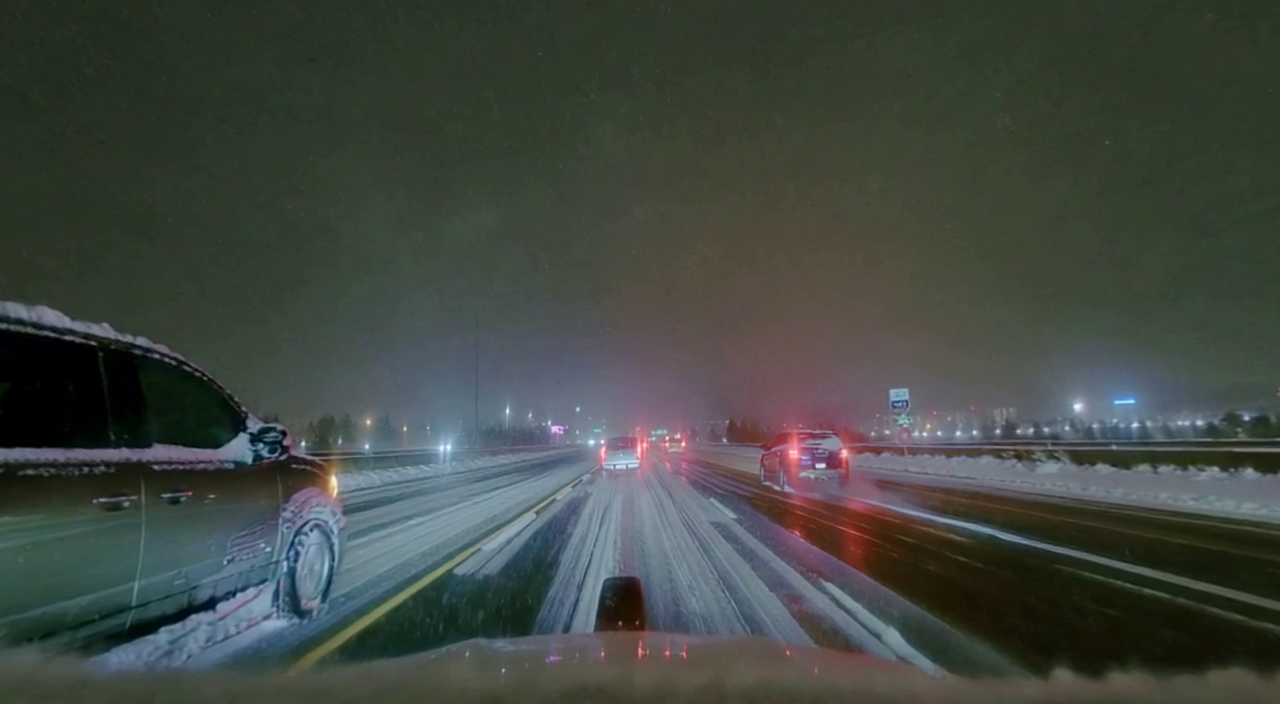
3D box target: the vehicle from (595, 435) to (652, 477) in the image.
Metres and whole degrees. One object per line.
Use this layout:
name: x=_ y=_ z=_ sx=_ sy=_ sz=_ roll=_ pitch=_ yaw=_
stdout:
vehicle: x=-0.657 y=4.253 z=25.885 sx=2.147 sy=1.576 sz=3.964 roll=0 pitch=-8 yaw=-1
